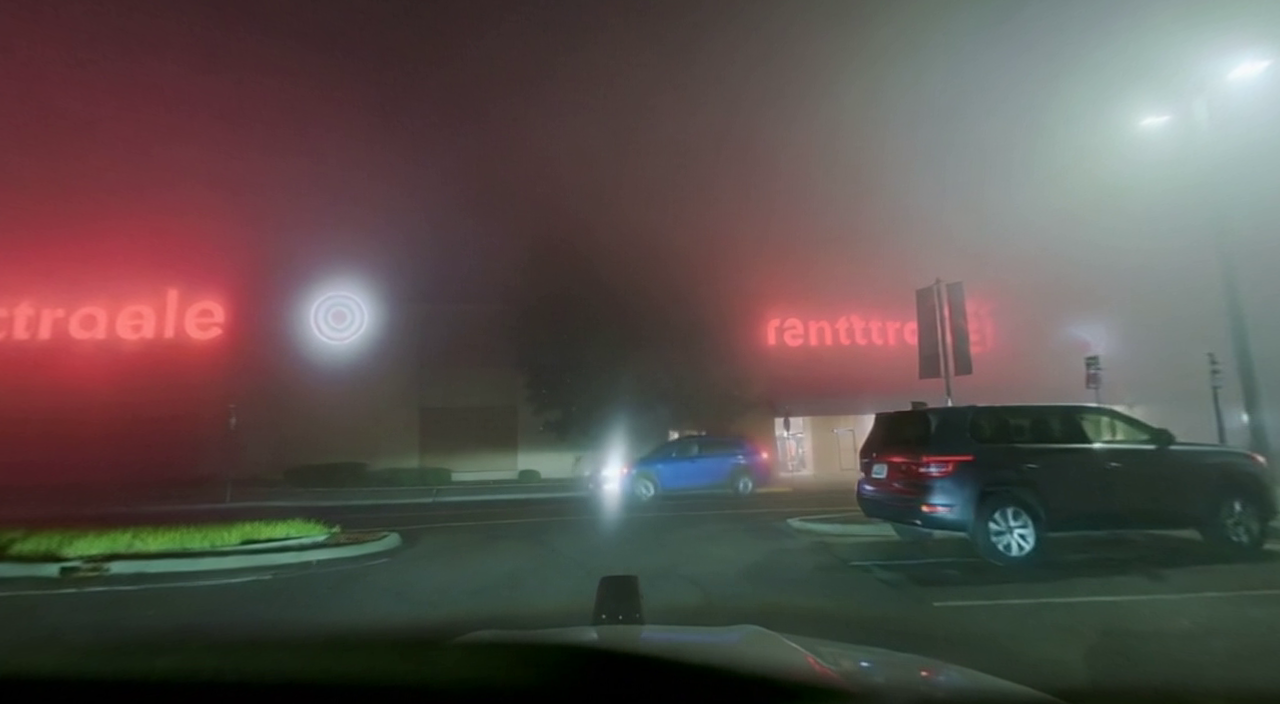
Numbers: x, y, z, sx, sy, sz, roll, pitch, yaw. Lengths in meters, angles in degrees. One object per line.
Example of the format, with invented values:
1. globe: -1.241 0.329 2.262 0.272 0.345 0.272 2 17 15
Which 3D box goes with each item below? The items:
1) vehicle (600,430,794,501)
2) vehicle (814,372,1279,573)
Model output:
1. vehicle: 1.449 3.079 17.455 4.957 1.788 2.092 1 -9 -8
2. vehicle: 4.935 1.352 7.572 4.864 1.916 2.413 1 -8 -6
